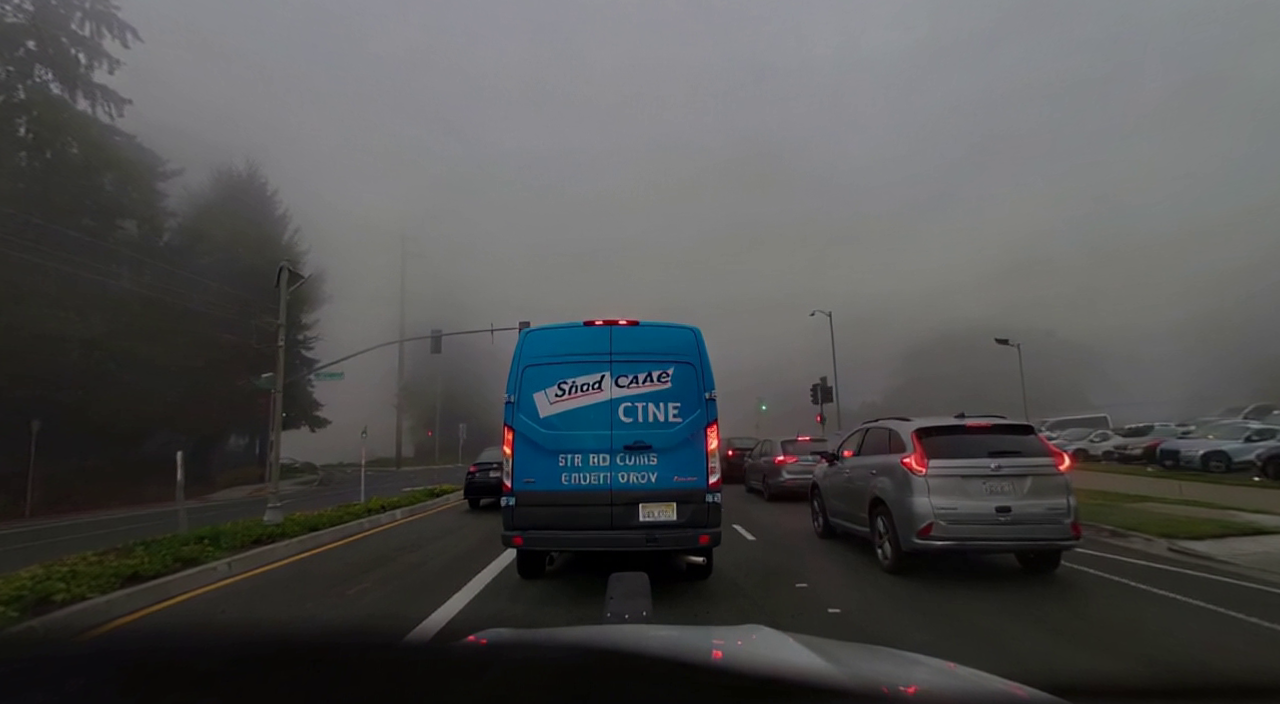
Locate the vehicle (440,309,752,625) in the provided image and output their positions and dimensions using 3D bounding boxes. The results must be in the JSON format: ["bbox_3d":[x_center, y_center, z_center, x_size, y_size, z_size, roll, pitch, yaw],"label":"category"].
[{"bbox_3d":[-0.305,1.246,7.530,2.422,2.488,4.992,0,-8,1],"label":"vehicle"}]

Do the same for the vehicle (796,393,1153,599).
[{"bbox_3d":[3.435,1.560,7.670,1.965,1.771,4.295,0,-8,0],"label":"vehicle"}]

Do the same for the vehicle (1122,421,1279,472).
[{"bbox_3d":[17.186,2.868,19.149,3.491,1.443,1.837,0,-8,0],"label":"vehicle"}]
